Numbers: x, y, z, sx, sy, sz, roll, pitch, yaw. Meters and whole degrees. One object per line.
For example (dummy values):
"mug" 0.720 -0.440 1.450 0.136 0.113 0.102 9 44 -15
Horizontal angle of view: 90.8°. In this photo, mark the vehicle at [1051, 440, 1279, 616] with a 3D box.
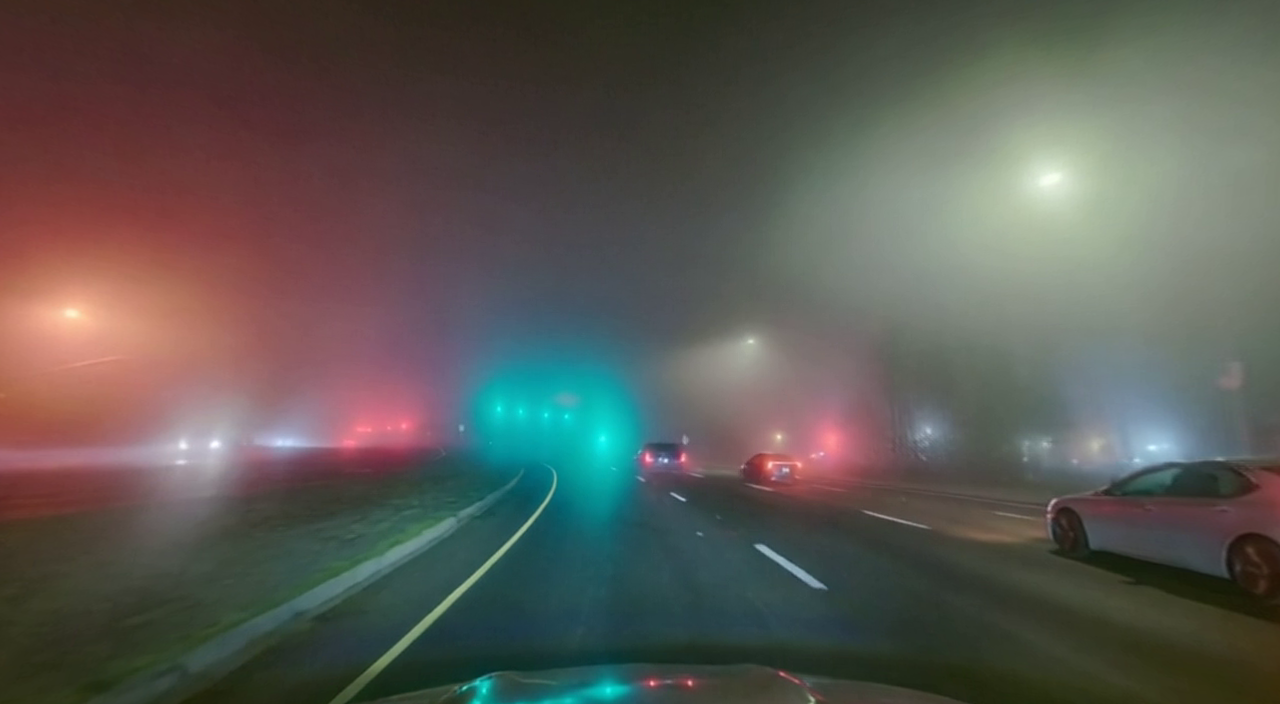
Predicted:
"vehicle" 6.348 1.580 5.933 1.882 1.476 4.344 0 -8 -3

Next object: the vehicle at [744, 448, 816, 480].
"vehicle" 6.999 5.632 32.181 1.940 1.460 4.652 2 -8 -10

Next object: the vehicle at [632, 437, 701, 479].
"vehicle" 1.040 4.588 27.681 2.122 1.646 4.525 2 -9 -10

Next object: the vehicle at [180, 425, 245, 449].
"vehicle" -28.677 5.770 42.547 1.915 1.500 4.652 2 -9 -12
